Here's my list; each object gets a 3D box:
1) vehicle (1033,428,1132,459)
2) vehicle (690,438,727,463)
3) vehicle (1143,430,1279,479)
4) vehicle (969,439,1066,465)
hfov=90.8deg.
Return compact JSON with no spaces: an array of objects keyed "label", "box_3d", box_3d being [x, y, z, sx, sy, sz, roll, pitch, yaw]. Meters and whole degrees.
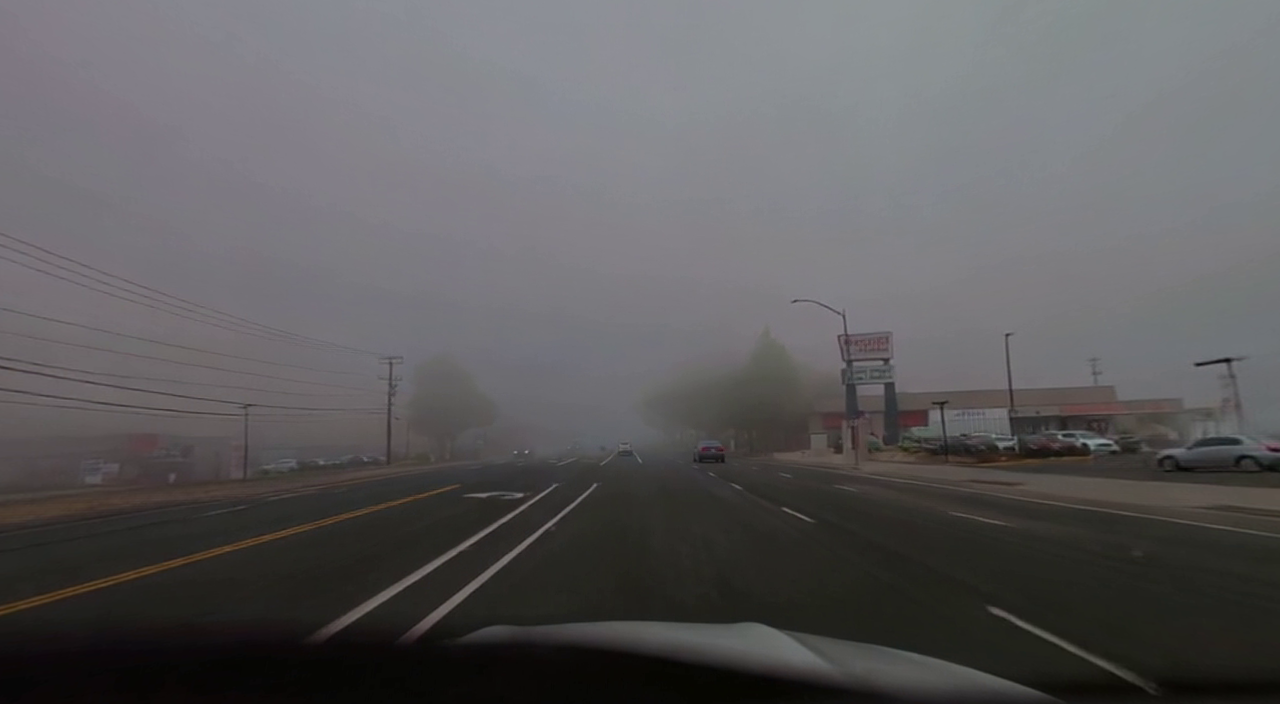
[{"label":"vehicle","box_3d":[31.928,6.683,45.738,2.159,1.950,5.240,2,-9,-39]},{"label":"vehicle","box_3d":[4.721,6.924,44.287,1.957,1.643,4.226,0,-9,-2]},{"label":"vehicle","box_3d":[22.693,3.892,24.106,2.086,1.730,4.913,6,-11,-35]},{"label":"vehicle","box_3d":[23.318,6.193,39.181,1.886,1.438,4.742,6,-10,-33]}]
